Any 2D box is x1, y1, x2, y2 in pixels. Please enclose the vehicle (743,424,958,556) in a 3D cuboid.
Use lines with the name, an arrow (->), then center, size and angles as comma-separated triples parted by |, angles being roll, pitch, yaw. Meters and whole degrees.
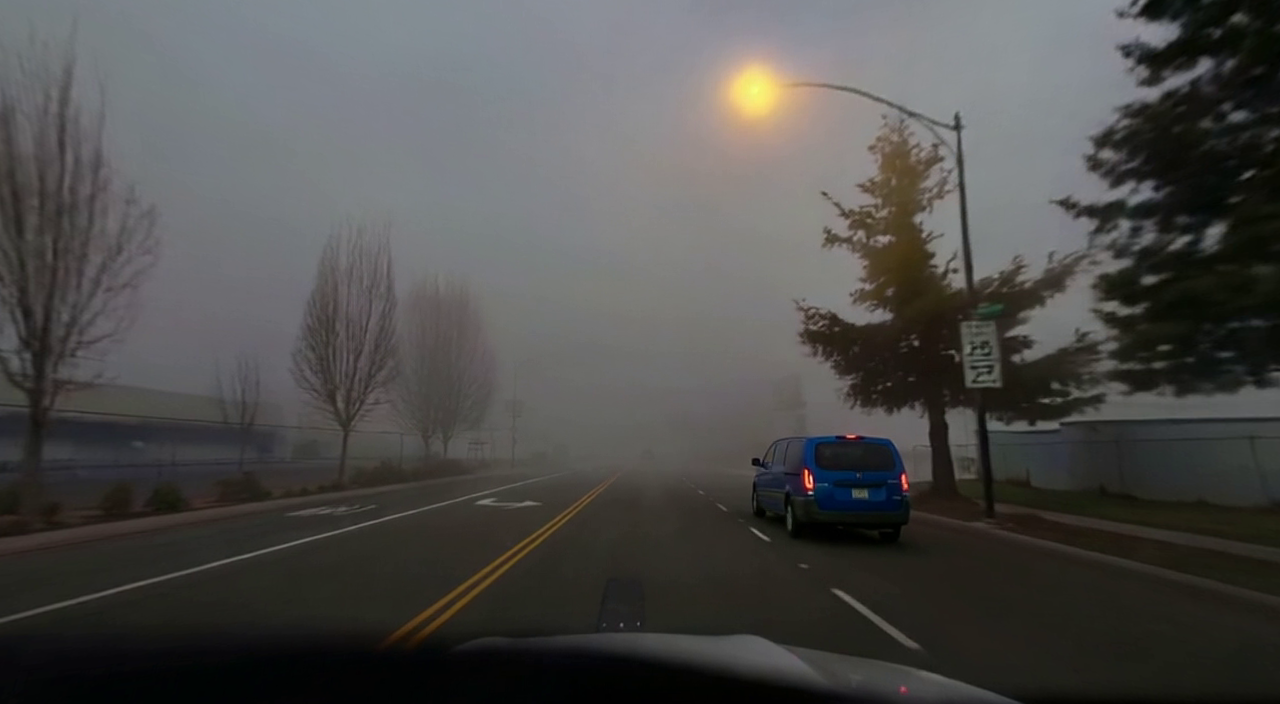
vehicle -> 3.370, 2.321, 11.366 | 2.202, 1.822, 4.826 | 1, -9, 0
